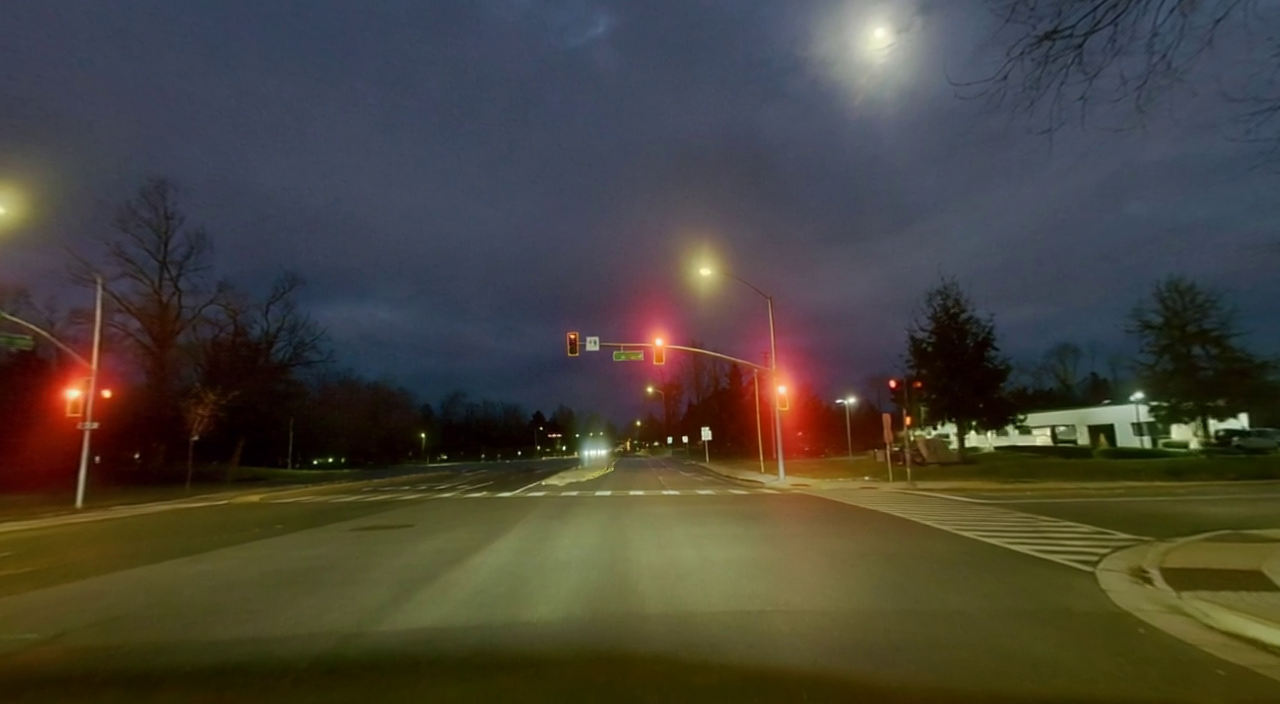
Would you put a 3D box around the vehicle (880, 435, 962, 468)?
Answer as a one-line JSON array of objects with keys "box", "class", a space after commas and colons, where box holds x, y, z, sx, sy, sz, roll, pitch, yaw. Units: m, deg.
[{"box": [14.960, 5.338, 33.950, 1.959, 1.471, 4.570, -4, -9, -5], "class": "vehicle"}]

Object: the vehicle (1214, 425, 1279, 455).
[{"box": [34.098, 4.812, 34.322, 1.832, 1.521, 4.266, 0, -9, 1], "class": "vehicle"}]
